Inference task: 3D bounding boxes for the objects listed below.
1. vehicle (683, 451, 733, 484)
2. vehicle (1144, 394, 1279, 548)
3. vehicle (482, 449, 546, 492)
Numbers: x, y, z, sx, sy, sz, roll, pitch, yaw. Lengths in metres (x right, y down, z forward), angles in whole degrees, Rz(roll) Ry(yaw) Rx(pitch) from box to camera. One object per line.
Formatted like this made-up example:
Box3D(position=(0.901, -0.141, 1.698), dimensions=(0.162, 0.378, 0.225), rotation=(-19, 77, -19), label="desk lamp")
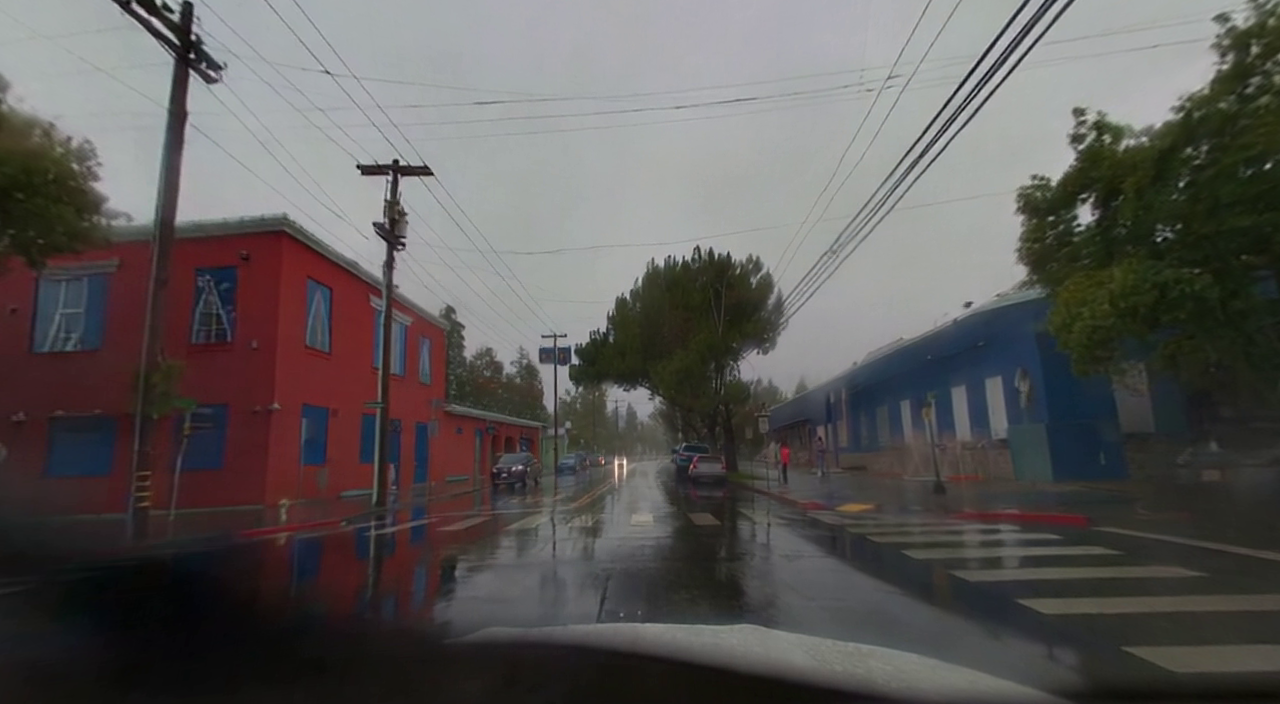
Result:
Box3D(position=(3.224, 5.611, 31.019), dimensions=(1.966, 1.471, 4.552), rotation=(0, -9, 0), label="vehicle")
Box3D(position=(10.133, 1.529, 8.301), dimensions=(5.100, 1.806, 2.124), rotation=(0, -9, 0), label="vehicle")
Box3D(position=(-6.254, 5.913, 31.920), dimensions=(2.140, 1.746, 4.385), rotation=(-4, -8, 1), label="vehicle")
